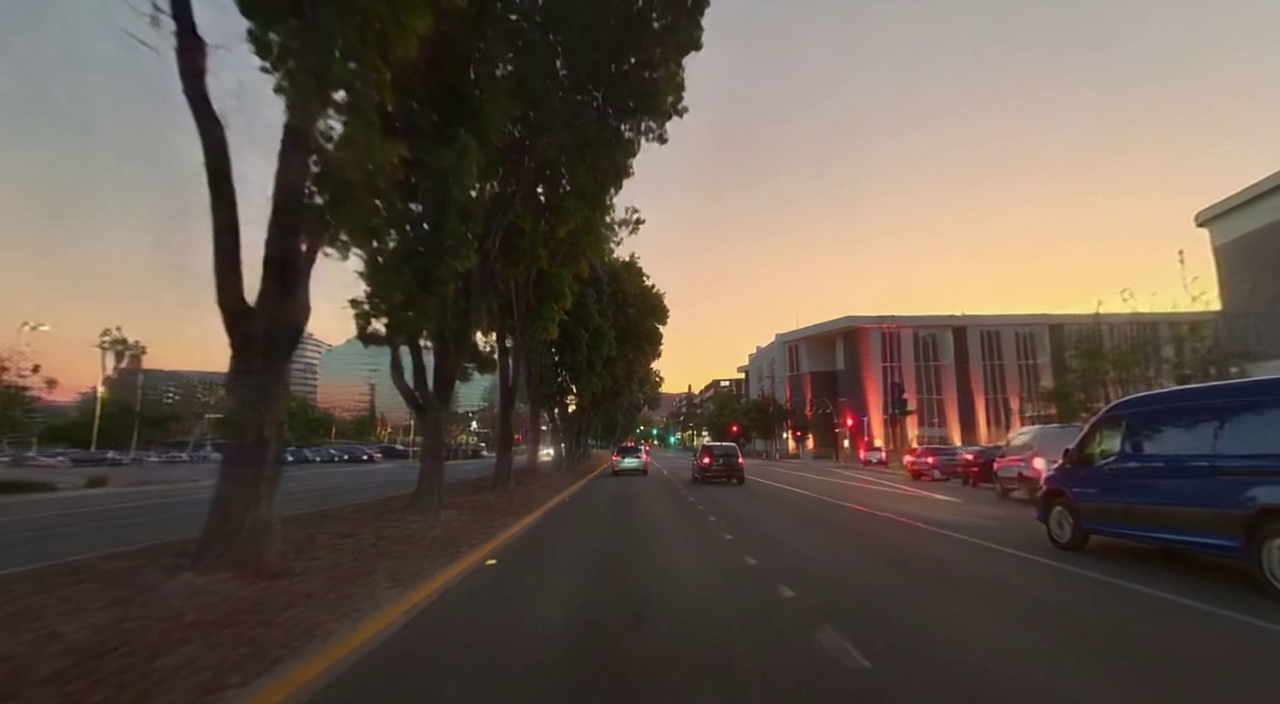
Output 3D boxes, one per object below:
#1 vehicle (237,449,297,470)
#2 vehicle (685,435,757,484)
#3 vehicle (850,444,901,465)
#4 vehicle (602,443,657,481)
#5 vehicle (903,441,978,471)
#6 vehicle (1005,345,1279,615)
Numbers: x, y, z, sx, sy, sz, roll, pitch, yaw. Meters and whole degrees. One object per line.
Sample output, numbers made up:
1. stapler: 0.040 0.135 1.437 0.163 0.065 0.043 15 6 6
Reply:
1. vehicle: -29.133 8.392 49.515 1.877 1.455 4.629 0 -8 0
2. vehicle: 3.001 4.100 24.354 2.047 1.711 4.265 0 -8 -2
3. vehicle: 18.297 7.981 49.370 2.017 1.466 4.733 0 -8 -3
4. vehicle: -0.453 4.505 26.154 2.095 1.456 3.873 0 -8 -1
5. vehicle: 17.130 5.926 36.287 2.065 1.603 4.264 0 -8 -2
6. vehicle: 6.377 1.136 5.853 2.573 2.127 5.568 0 -8 -1
